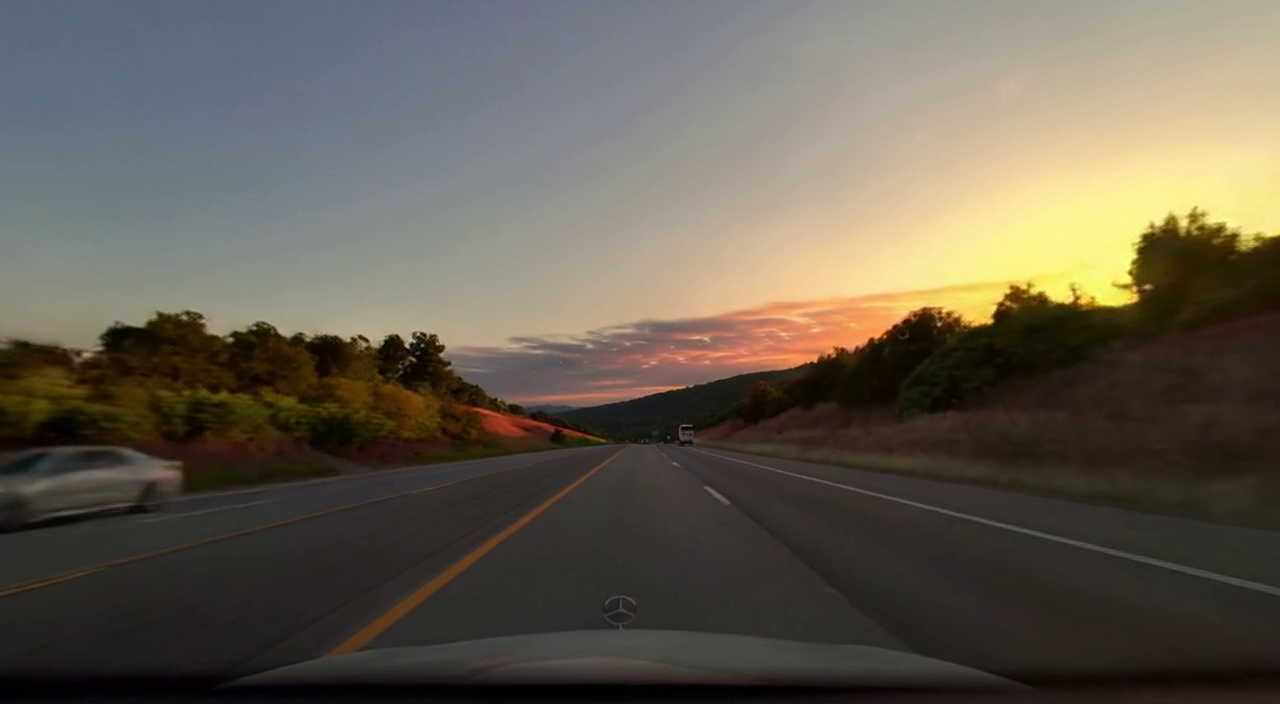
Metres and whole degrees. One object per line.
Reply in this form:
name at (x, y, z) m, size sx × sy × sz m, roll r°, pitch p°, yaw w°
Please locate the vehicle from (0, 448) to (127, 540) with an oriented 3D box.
vehicle at (-11.766, 2.473, 10.993) m, size 1.874 × 1.495 × 4.409 m, roll 0°, pitch -8°, yaw 0°
